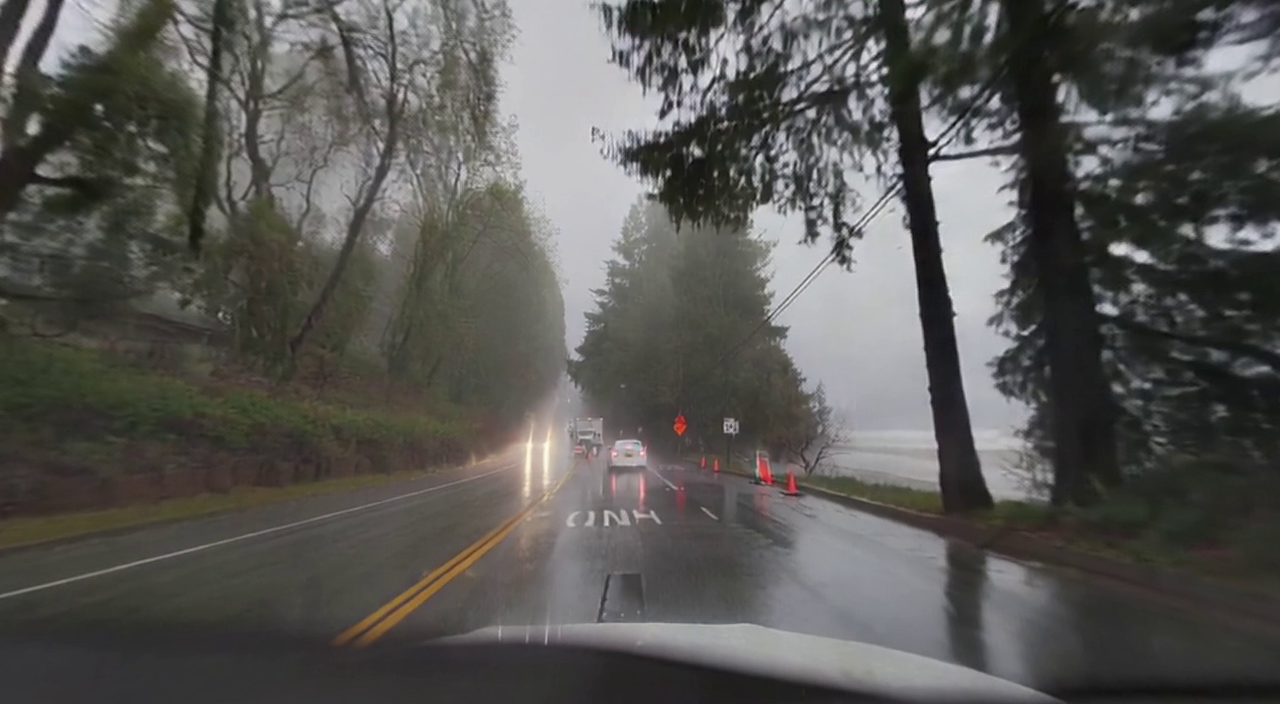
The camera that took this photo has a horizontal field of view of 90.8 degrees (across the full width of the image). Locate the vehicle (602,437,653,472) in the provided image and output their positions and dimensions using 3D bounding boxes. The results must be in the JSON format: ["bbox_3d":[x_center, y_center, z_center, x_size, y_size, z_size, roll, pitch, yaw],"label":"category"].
[{"bbox_3d":[-0.590,4.656,28.919,2.186,1.463,4.356,0,-8,-2],"label":"vehicle"}]

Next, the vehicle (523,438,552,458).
[{"bbox_3d":[-7.890,7.435,48.992,2.019,1.492,4.091,1,-8,-7],"label":"vehicle"}]
